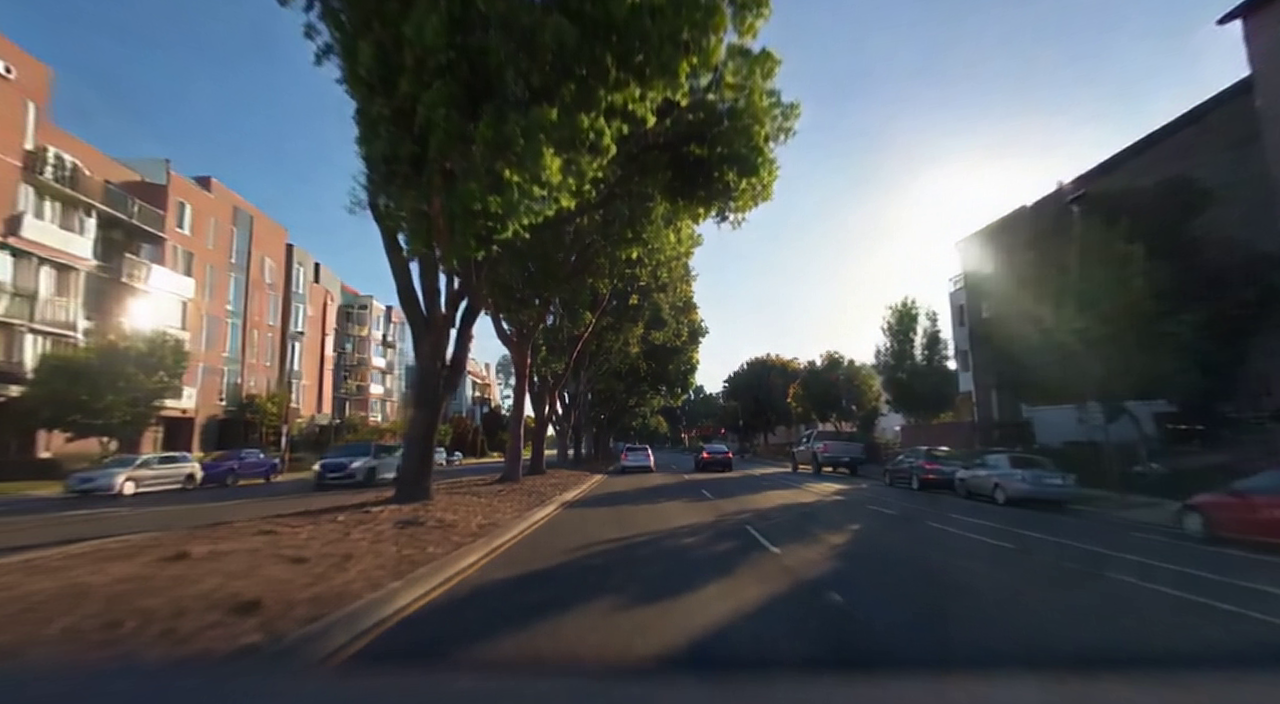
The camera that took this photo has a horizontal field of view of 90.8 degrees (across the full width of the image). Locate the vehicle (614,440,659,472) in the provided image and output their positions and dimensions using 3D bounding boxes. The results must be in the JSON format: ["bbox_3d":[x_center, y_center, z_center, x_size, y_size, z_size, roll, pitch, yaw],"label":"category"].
[{"bbox_3d":[-0.173,5.101,31.116,2.101,1.444,4.248,0,-9,0],"label":"vehicle"}]

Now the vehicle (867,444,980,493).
[{"bbox_3d":[10.588,4.354,24.031,2.129,1.645,4.625,0,-9,0],"label":"vehicle"}]

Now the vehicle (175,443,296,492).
[{"bbox_3d":[-19.131,5.454,30.288,2.240,2.112,5.268,0,-8,0],"label":"vehicle"}]

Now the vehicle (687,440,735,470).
[{"bbox_3d":[3.747,5.542,34.117,1.993,1.477,4.240,0,-9,-1],"label":"vehicle"}]

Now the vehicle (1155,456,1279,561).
[{"bbox_3d":[10.177,2.240,8.870,1.944,1.454,4.647,0,-9,0],"label":"vehicle"}]

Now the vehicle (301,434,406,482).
[{"bbox_3d":[-12.551,4.688,28.092,2.331,1.910,4.823,-1,-9,1],"label":"vehicle"}]

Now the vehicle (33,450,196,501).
[{"bbox_3d":[-19.014,4.449,23.203,2.180,1.608,4.443,0,-9,-1],"label":"vehicle"}]

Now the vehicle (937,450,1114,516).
[{"bbox_3d":[10.266,3.476,17.378,1.898,1.502,4.788,0,-9,1],"label":"vehicle"}]

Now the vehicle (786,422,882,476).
[{"bbox_3d":[10.594,5.438,35.431,3.082,2.655,7.381,0,-9,1],"label":"vehicle"}]
